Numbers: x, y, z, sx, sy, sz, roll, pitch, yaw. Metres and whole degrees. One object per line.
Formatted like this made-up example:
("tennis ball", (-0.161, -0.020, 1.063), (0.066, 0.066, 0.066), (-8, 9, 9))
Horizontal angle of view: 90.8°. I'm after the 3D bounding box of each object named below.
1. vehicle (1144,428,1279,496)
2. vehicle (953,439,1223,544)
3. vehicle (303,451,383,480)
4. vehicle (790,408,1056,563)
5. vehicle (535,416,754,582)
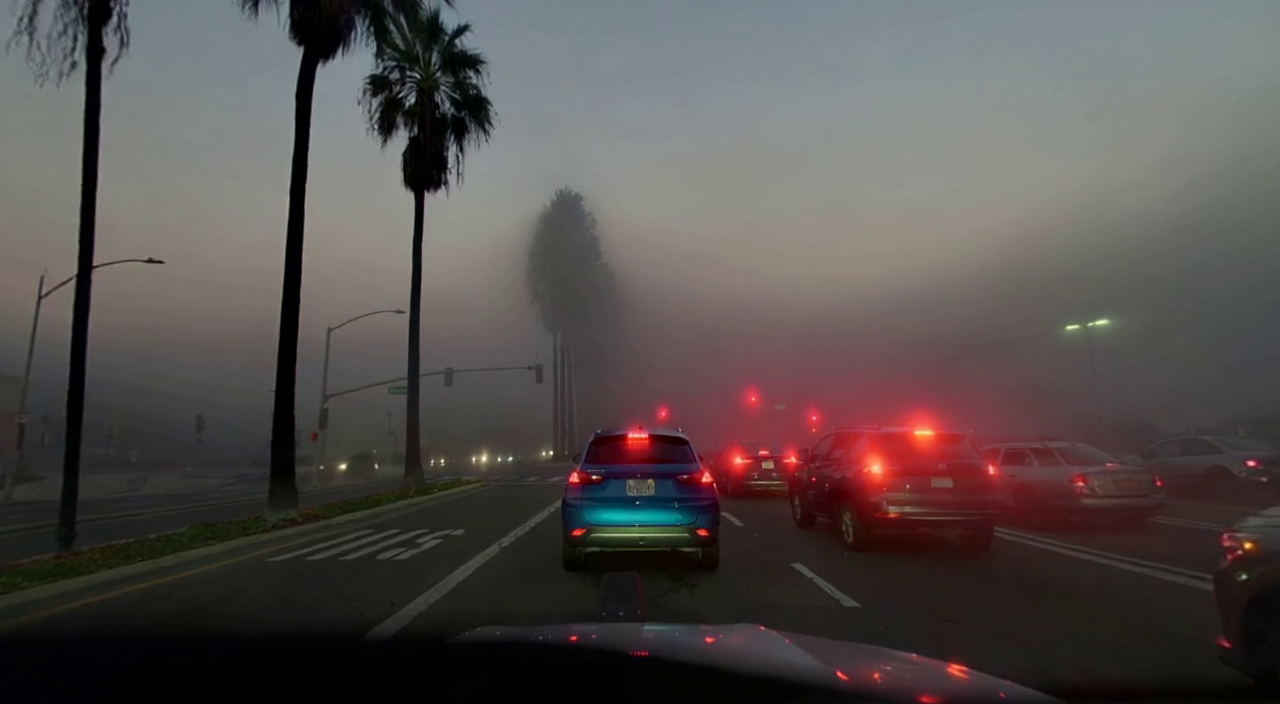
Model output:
("vehicle", (18.073, 3.196, 18.472), (4.786, 1.848, 2.107), (0, -9, -1))
("vehicle", (7.381, 2.291, 11.043), (1.832, 1.477, 3.981), (0, -9, 1))
("vehicle", (-16.154, 6.168, 34.659), (2.021, 1.464, 4.505), (0, -9, 2))
("vehicle", (3.679, 1.813, 9.239), (1.947, 1.725, 4.159), (0, -9, 0))
("vehicle", (0.035, 1.709, 8.109), (2.083, 1.572, 4.021), (0, -9, 0))
